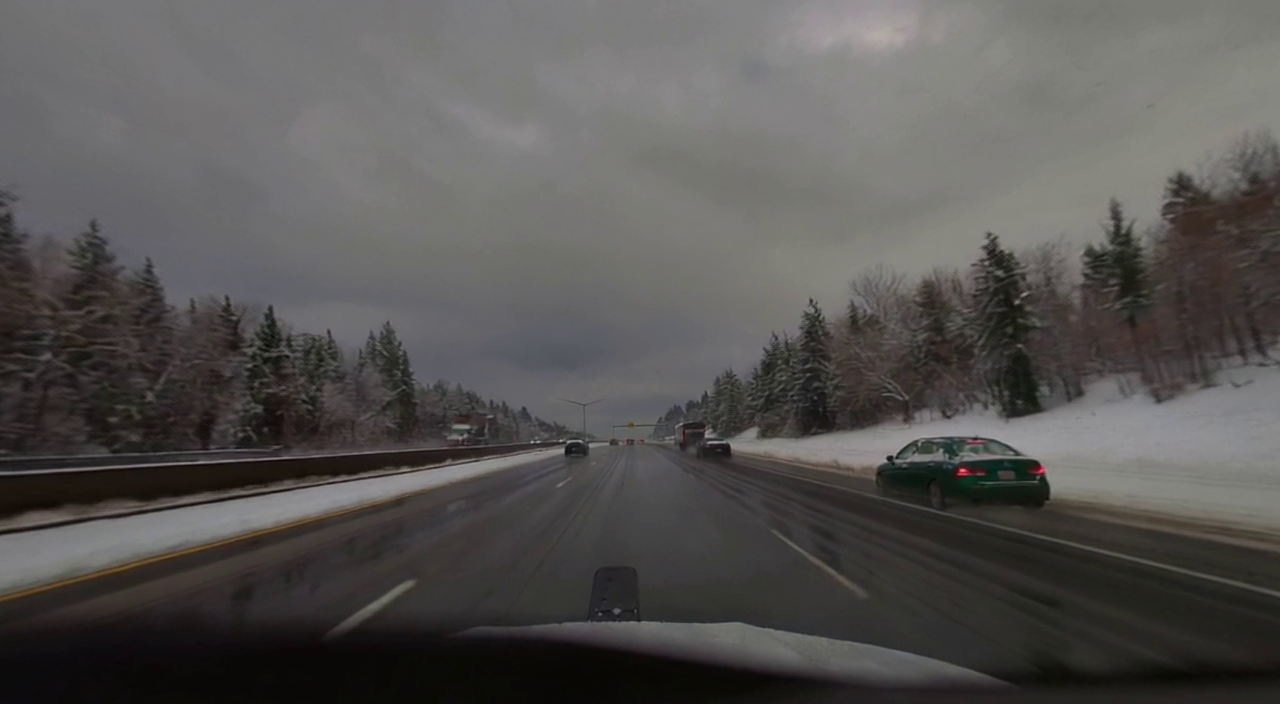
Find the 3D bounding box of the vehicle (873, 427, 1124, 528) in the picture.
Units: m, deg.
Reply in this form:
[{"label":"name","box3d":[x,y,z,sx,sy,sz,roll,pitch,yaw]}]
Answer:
[{"label":"vehicle","box3d":[6.164,2.170,11.590,2.028,1.488,4.236,0,-8,-2]}]

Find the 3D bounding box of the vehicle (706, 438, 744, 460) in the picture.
[{"label":"vehicle","box3d":[5.708,6.568,42.880,1.920,1.436,3.890,0,-8,-2]}]
